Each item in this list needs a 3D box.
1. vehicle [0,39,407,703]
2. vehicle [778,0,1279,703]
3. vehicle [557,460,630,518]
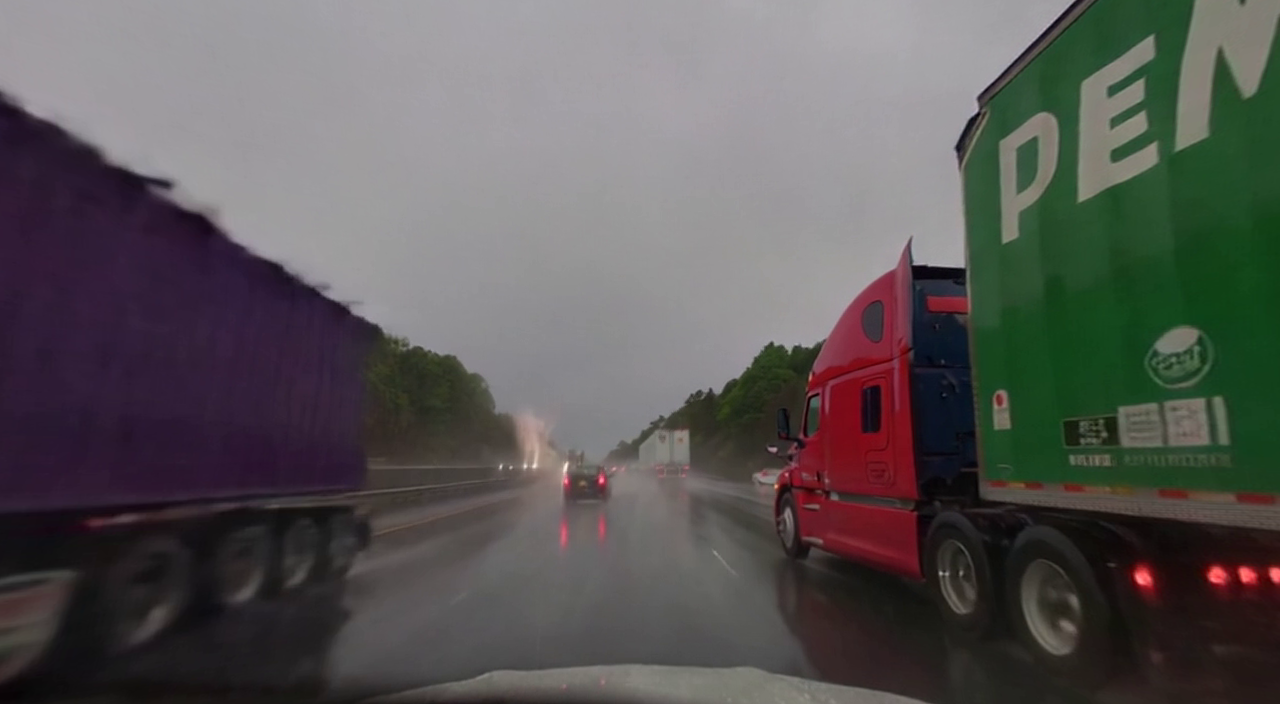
[{"bbox_3d":[-4.819,0.461,5.140,2.905,3.400,8.002,1,-10,-2],"label":"vehicle"},{"bbox_3d":[3.867,0.059,3.322,2.856,4.040,14.009,1,-10,-1],"label":"vehicle"},{"bbox_3d":[-1.332,4.253,19.939,2.010,1.580,4.949,1,-10,-1],"label":"vehicle"}]
